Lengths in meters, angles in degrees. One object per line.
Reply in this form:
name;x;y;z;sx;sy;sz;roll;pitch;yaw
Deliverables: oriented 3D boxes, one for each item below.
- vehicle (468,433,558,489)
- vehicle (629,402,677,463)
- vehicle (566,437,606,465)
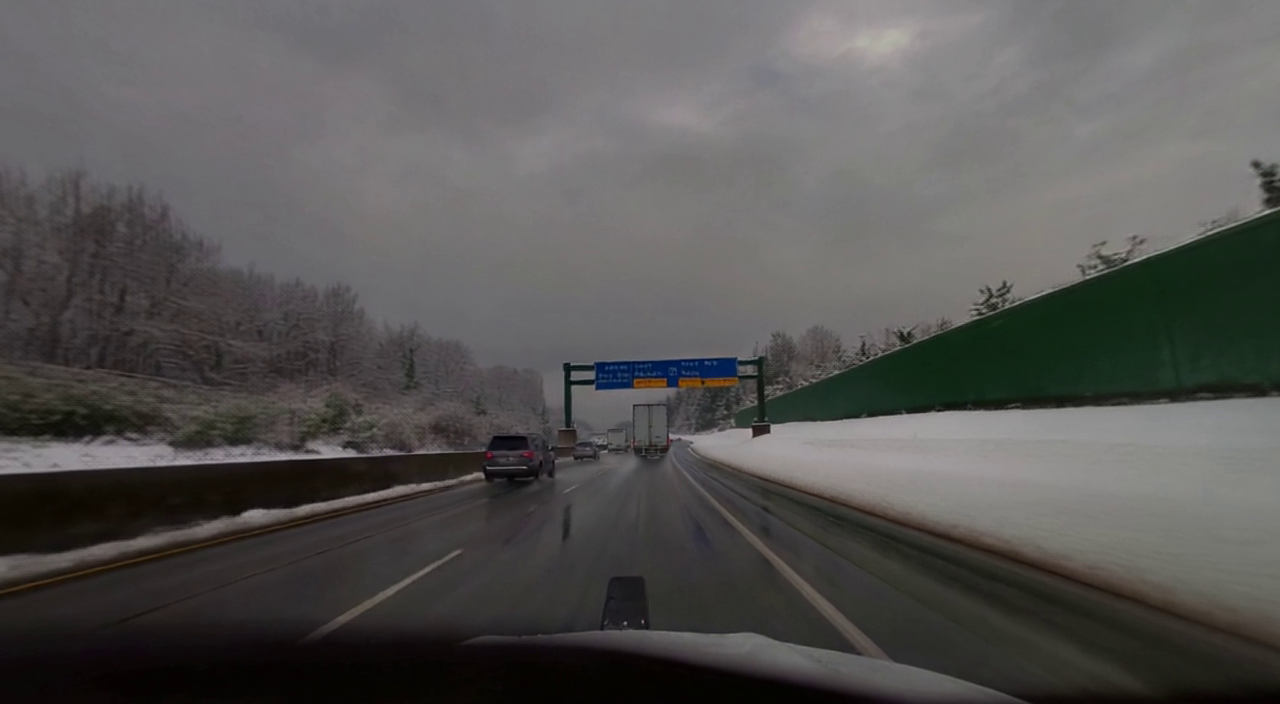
vehicle;-3.803;3.313;19.535;1.927;1.556;3.921;0;-8;1
vehicle;0.894;5.655;43.773;2.933;3.701;10.425;0;-8;1
vehicle;-3.220;6.024;38.410;1.962;1.575;4.158;0;-8;1
